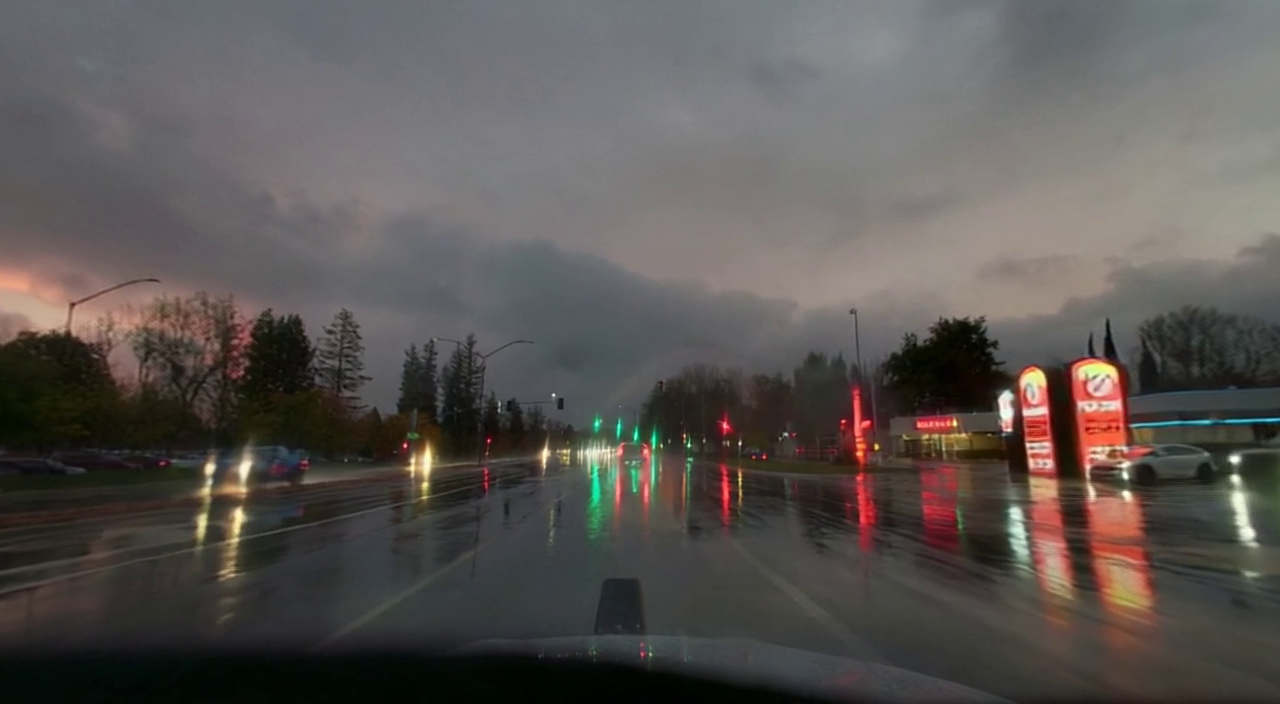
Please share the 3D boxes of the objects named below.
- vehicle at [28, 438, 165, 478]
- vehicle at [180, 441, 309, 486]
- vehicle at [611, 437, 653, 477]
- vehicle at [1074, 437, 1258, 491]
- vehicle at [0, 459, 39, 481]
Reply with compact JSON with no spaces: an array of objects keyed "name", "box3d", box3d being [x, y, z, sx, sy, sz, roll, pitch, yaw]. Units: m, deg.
[{"name":"vehicle","box3d":[-33.006,6.457,38.620,5.508,2.313,2.818,2,-9,-14]},{"name":"vehicle","box3d":[-20.083,5.671,32.581,2.492,2.083,6.312,0,-9,0]},{"name":"vehicle","box3d":[-0.396,5.617,34.008,2.096,1.961,4.259,0,-9,0]},{"name":"vehicle","box3d":[16.120,3.455,19.510,4.026,1.463,1.826,-1,-10,-2]},{"name":"vehicle","box3d":[-45.556,8.384,44.994,1.750,1.432,3.827,0,-9,-1]}]
